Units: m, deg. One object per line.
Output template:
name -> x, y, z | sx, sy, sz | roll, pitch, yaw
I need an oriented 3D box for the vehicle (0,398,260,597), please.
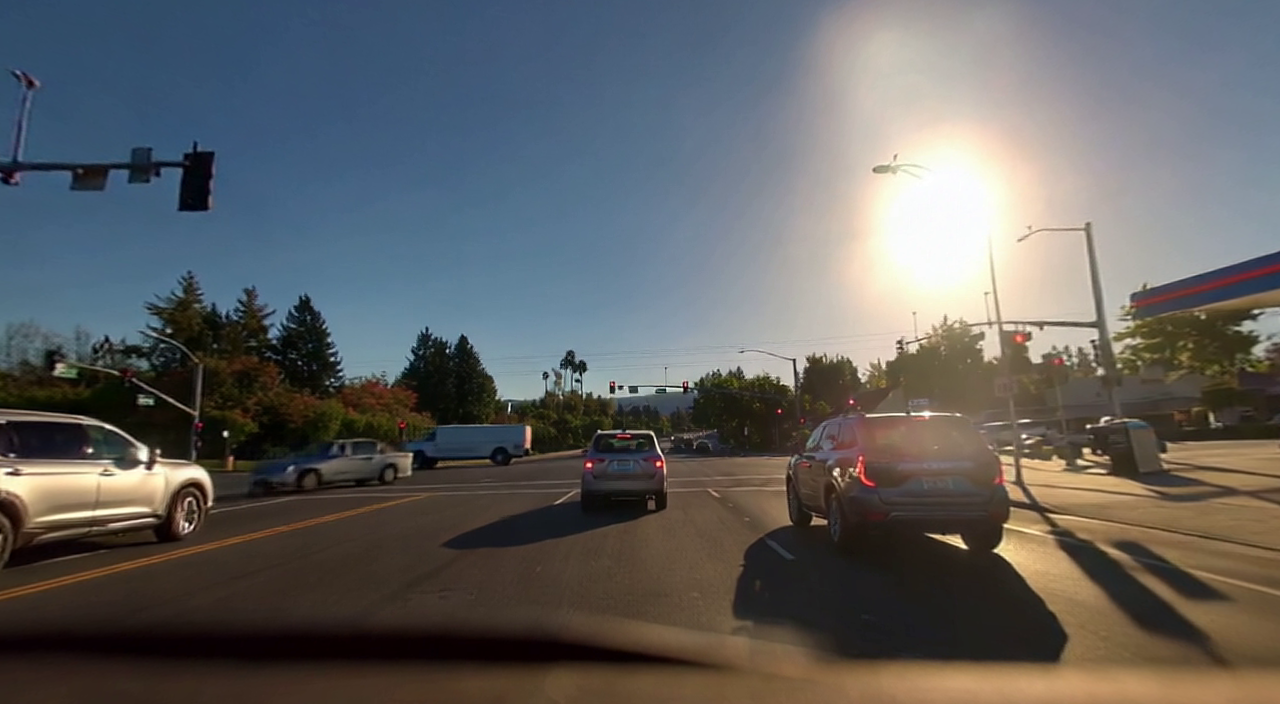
vehicle -> -6.757, 1.492, 6.897 | 2.011, 1.774, 4.866 | 0, -8, 2

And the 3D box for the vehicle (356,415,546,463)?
vehicle -> -13.311, 6.309, 45.456 | 12.640, 3.321, 2.995 | 1, -8, -3

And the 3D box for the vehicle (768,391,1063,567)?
vehicle -> 3.245, 1.606, 8.638 | 2.083, 1.779, 4.347 | 0, -8, 0

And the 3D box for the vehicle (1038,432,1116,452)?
vehicle -> 33.428, 6.885, 48.252 | 4.562, 1.456, 1.825 | 0, -8, 1

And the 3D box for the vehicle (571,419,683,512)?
vehicle -> -0.218, 2.394, 13.712 | 2.067, 1.702, 3.987 | 0, -8, 1

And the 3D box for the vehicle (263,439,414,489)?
vehicle -> -10.059, 3.746, 21.460 | 1.847, 1.508, 4.366 | -4, -9, 25
